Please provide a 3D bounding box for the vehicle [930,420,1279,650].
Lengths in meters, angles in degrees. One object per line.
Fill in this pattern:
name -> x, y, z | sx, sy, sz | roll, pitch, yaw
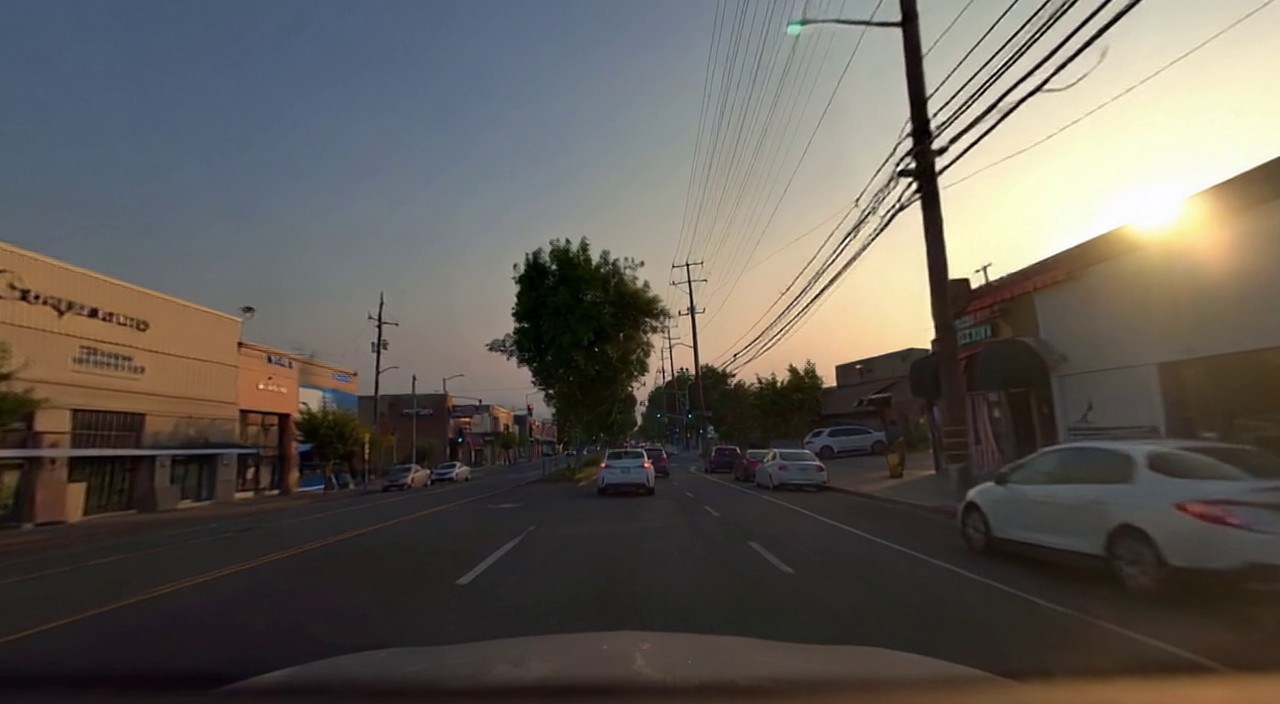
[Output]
vehicle -> 5.184, 1.526, 6.401 | 2.108, 1.471, 4.948 | 0, -8, -1

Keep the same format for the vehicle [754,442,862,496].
vehicle -> 5.071, 3.585, 19.853 | 1.987, 1.459, 4.677 | 0, -9, -1

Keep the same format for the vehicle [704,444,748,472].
vehicle -> 5.111, 6.376, 38.224 | 1.937, 1.523, 4.541 | 0, -8, -1

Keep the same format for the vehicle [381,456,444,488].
vehicle -> -11.855, 6.270, 33.212 | 1.828, 1.457, 4.371 | 0, -8, -2

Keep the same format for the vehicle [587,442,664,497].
vehicle -> -0.396, 3.540, 19.384 | 2.116, 1.479, 3.980 | 0, -8, 0

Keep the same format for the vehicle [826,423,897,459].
vehicle -> 14.191, 5.779, 40.904 | 2.418, 2.139, 5.365 | 0, -8, -2

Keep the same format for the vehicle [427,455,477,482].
vehicle -> -11.614, 7.209, 39.326 | 1.817, 1.480, 4.282 | 0, -8, -1
